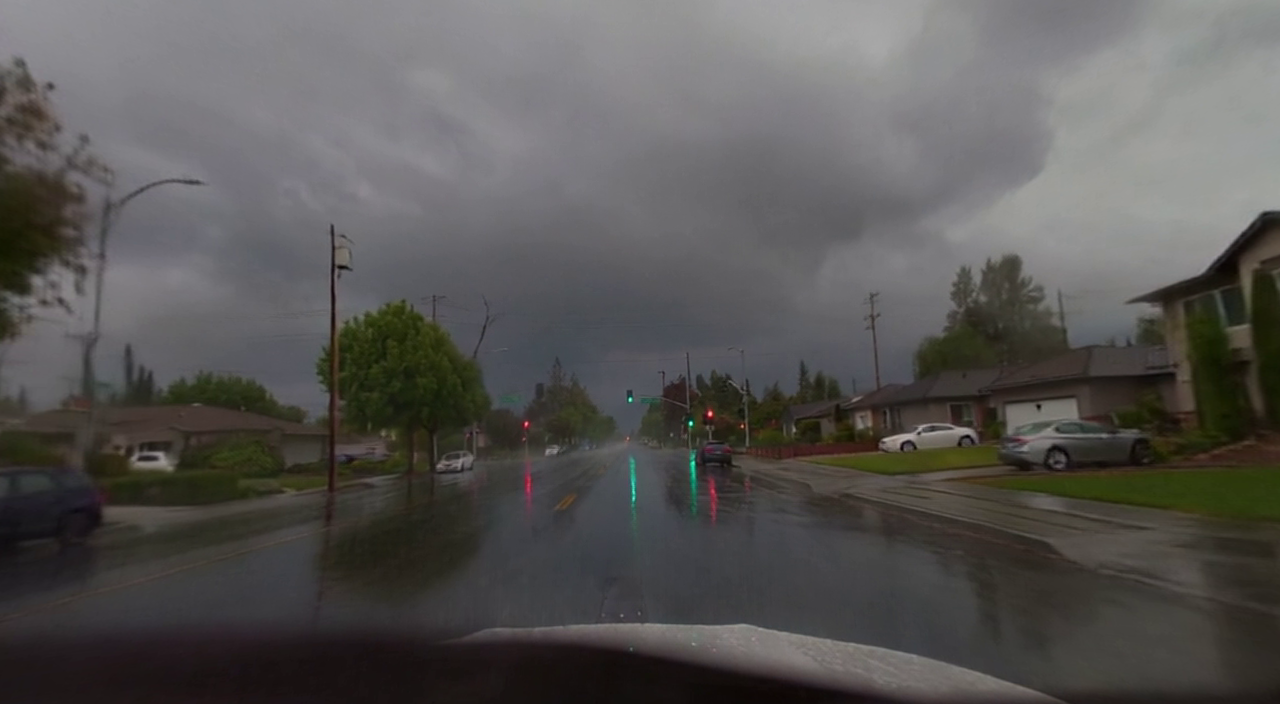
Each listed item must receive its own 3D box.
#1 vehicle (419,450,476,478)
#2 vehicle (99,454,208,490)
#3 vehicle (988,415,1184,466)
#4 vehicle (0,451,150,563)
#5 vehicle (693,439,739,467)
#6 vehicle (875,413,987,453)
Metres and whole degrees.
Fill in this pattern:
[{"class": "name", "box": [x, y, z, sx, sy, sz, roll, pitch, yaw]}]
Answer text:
[{"class": "vehicle", "box": [-11.809, 6.860, 39.078, 2.029, 1.550, 4.562, -1, -8, 1]}, {"class": "vehicle", "box": [-23.633, 5.826, 30.814, 3.775, 1.531, 1.847, -1, -8, -1]}, {"class": "vehicle", "box": [13.473, 2.714, 19.292, 4.564, 1.437, 1.796, 0, -8, 0]}, {"class": "vehicle", "box": [-11.385, 2.675, 11.168, 1.977, 1.753, 4.278, 0, -8, -1]}, {"class": "vehicle", "box": [4.251, 5.769, 36.145, 1.963, 1.477, 4.804, 0, -8, -1]}, {"class": "vehicle", "box": [14.340, 4.030, 31.337, 4.500, 1.875, 2.046, 0, -8, -1]}]
